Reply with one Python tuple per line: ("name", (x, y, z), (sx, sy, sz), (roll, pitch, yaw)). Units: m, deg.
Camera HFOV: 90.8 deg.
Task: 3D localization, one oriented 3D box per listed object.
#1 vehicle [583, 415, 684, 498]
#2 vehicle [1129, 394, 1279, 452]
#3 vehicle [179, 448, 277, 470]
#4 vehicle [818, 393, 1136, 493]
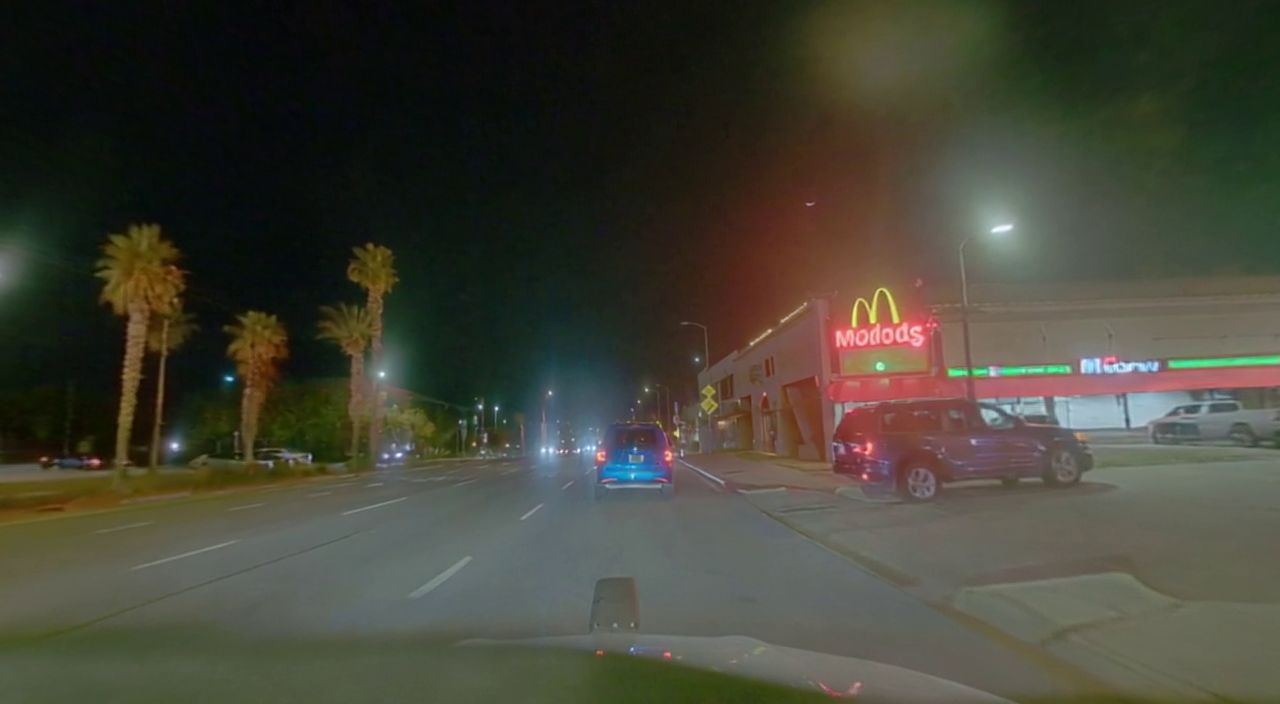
("vehicle", (-0.189, 2.610, 16.078), (2.234, 1.818, 3.869), (0, -8, -1))
("vehicle", (19.887, 2.484, 21.398), (2.080, 1.702, 5.430), (0, -8, -3))
("vehicle", (-27.358, 7.139, 42.157), (5.154, 1.343, 1.943), (4, -9, -24))
("vehicle", (6.214, 1.748, 12.215), (4.828, 1.733, 2.231), (0, -8, -1))
